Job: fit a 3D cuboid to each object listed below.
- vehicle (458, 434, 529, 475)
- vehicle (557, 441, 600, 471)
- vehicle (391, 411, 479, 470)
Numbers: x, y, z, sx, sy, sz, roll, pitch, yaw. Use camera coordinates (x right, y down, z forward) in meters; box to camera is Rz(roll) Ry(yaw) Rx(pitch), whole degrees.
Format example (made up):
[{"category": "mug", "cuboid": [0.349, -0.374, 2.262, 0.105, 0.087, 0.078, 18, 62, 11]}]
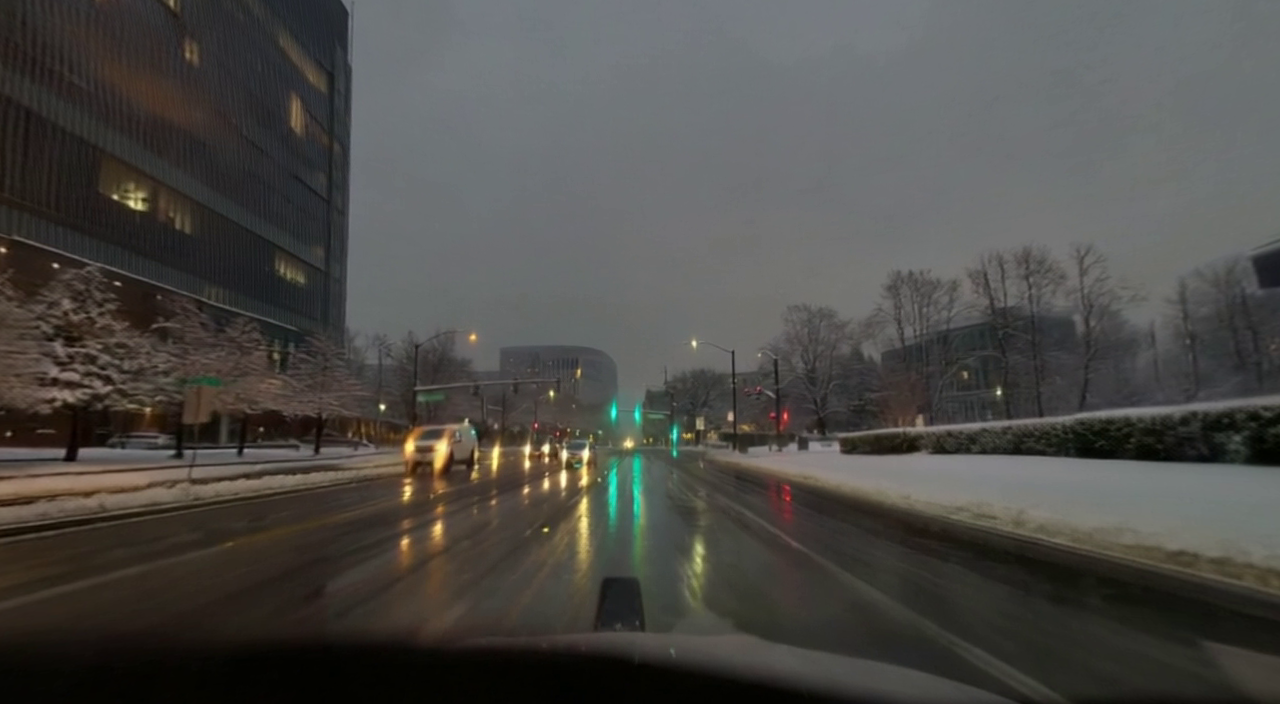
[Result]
[{"category": "vehicle", "cuboid": [-7.144, 5.057, 31.245, 2.204, 1.844, 4.766, 0, -9, 2]}, {"category": "vehicle", "cuboid": [-3.739, 6.401, 38.983, 2.181, 1.706, 4.334, 0, -9, 1]}, {"category": "vehicle", "cuboid": [-12.773, 5.702, 40.049, 2.887, 3.366, 7.454, 0, -9, 1]}]
